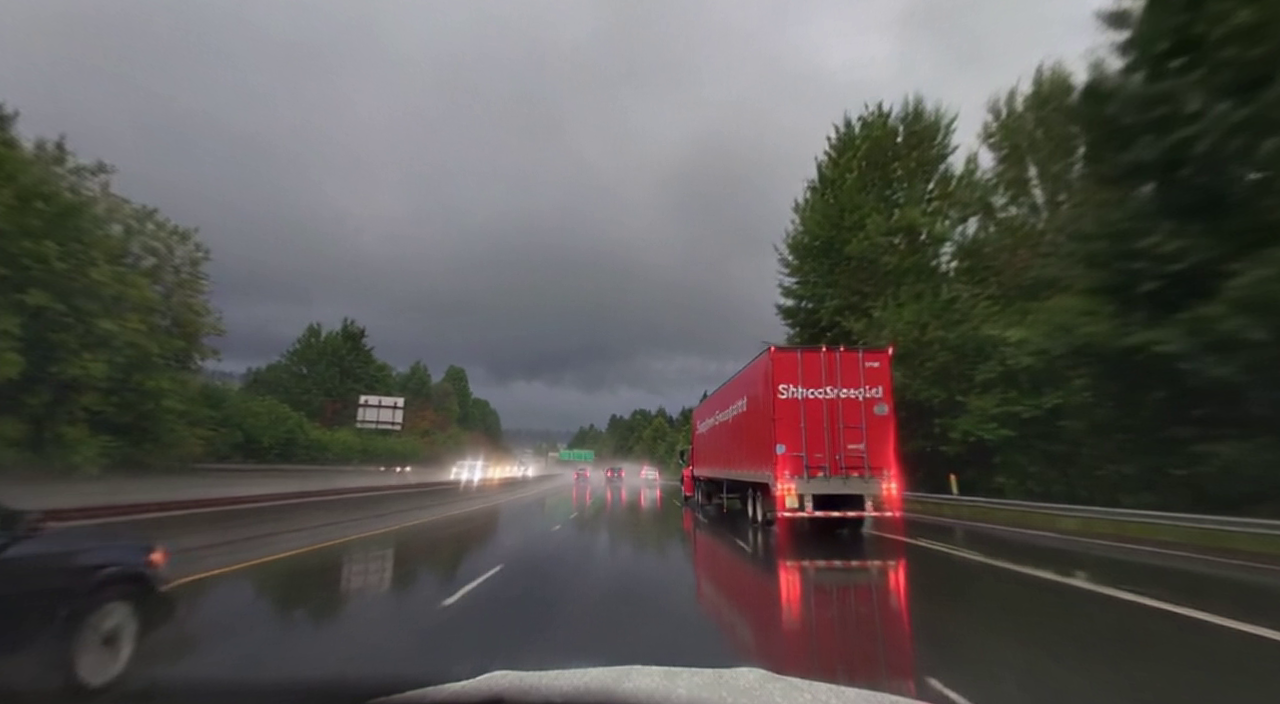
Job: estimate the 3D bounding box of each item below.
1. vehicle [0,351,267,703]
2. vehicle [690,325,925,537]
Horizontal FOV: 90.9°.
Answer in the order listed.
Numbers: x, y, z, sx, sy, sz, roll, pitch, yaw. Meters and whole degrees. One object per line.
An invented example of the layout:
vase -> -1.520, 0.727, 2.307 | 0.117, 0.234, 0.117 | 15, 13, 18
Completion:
vehicle -> -3.719, 0.791, 2.102 | 2.070, 1.775, 4.646 | 1, -11, -1
vehicle -> 3.937, 2.861, 19.803 | 2.992, 4.300, 13.967 | 1, -11, -2
